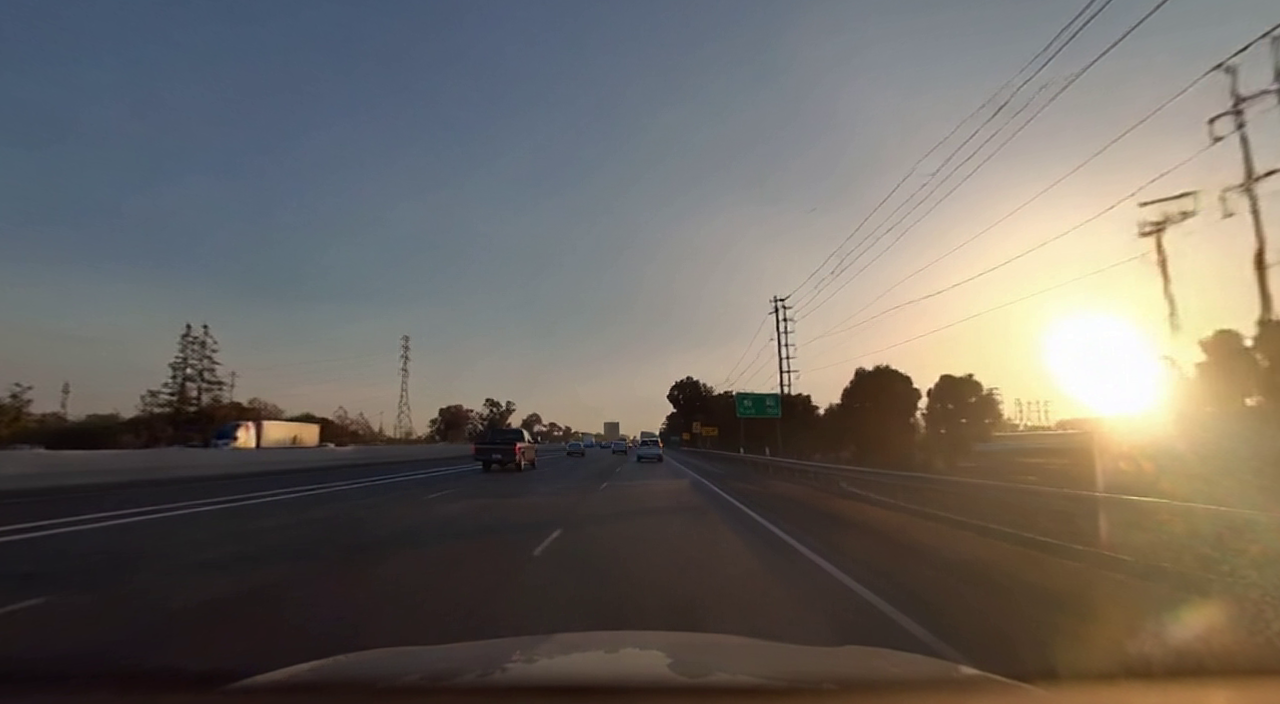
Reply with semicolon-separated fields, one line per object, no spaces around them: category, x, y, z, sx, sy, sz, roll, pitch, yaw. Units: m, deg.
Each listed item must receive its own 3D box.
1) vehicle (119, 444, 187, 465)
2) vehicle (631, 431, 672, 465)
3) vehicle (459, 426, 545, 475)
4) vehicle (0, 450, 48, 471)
vehicle;-35.617;7.479;46.278;1.728;1.444;3.997;0;-8;1
vehicle;0.692;6.141;40.352;2.448;2.025;5.193;0;-8;0
vehicle;-6.175;4.531;29.211;2.460;1.992;6.474;0;-8;1
vehicle;-46.277;7.903;46.005;1.755;1.457;4.514;0;-8;1
